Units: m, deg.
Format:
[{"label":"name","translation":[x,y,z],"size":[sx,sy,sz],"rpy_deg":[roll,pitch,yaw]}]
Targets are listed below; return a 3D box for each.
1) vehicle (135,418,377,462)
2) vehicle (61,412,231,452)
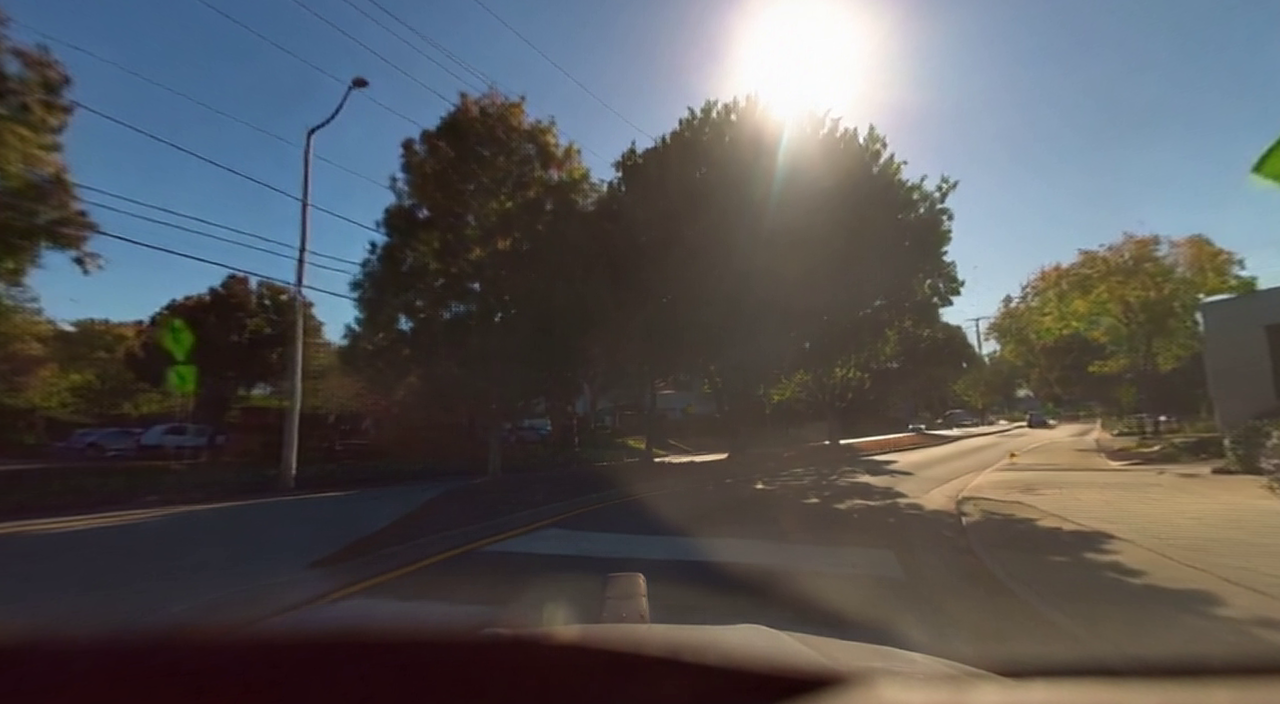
[{"label":"vehicle","translation":[-23.477,5.595,39.815],"size":[2.837,2.354,12.960],"rpy_deg":[-6,-10,35]},{"label":"vehicle","translation":[-38.546,6.287,49.567],"size":[3.331,2.799,9.802],"rpy_deg":[-3,-7,29]}]
